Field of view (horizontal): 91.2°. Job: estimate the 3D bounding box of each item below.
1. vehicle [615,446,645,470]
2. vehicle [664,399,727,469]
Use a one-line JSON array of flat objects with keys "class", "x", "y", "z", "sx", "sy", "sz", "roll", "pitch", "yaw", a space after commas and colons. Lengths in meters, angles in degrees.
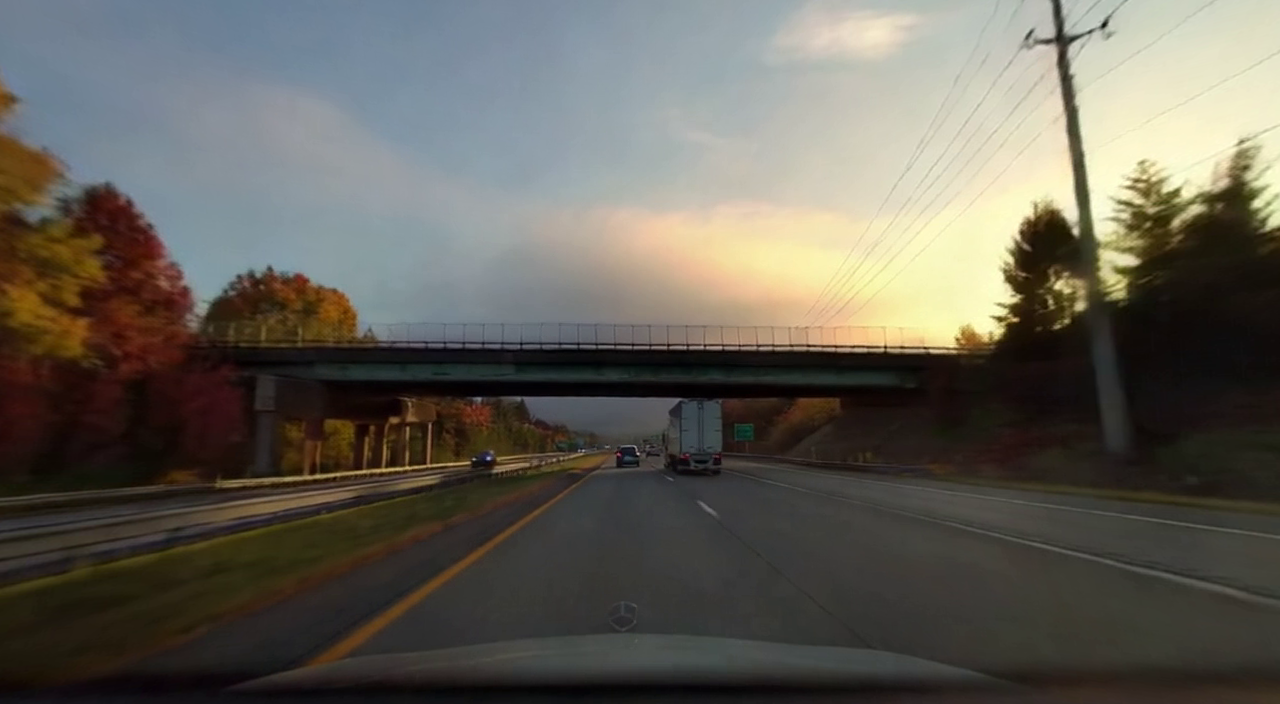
[{"class": "vehicle", "x": -0.672, "y": 7.063, "z": 41.925, "sx": 1.961, "sy": 1.454, "sz": 3.755, "roll": 0, "pitch": -9, "yaw": -1}, {"class": "vehicle", "x": 3.664, "y": 6.112, "z": 45.538, "sx": 2.956, "sy": 4.281, "sz": 14.327, "roll": 0, "pitch": -9, "yaw": -1}]
